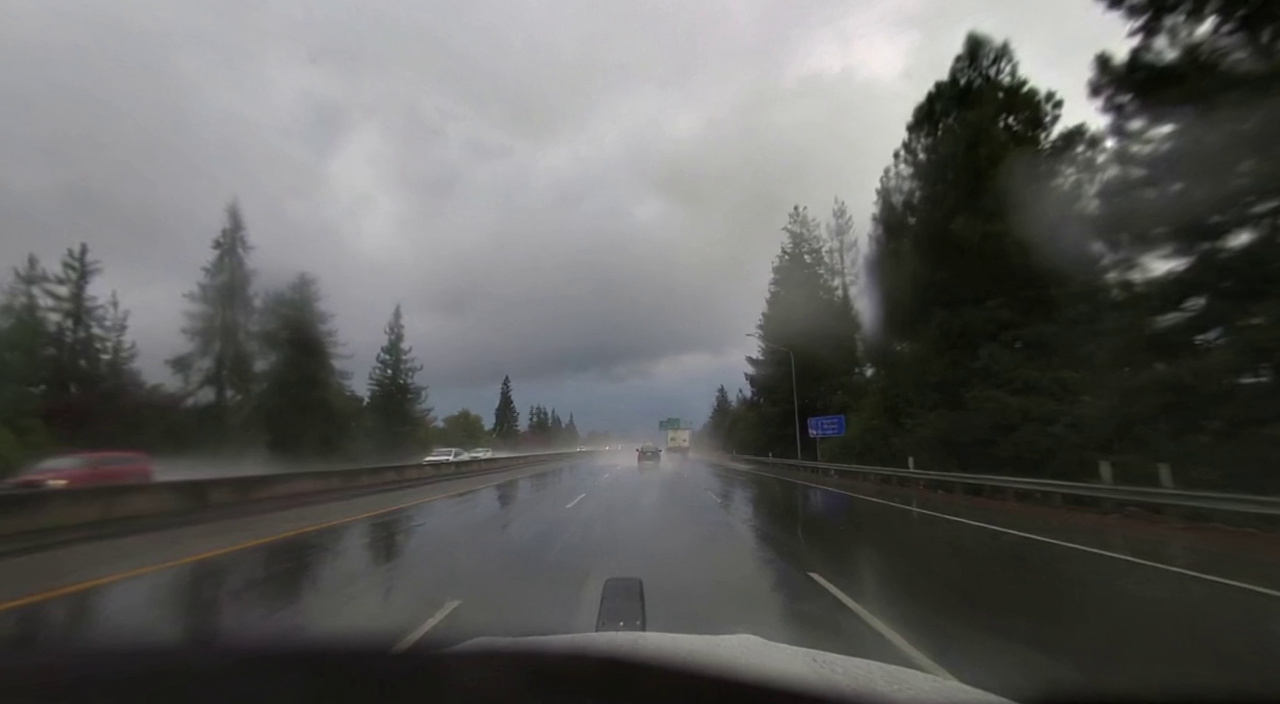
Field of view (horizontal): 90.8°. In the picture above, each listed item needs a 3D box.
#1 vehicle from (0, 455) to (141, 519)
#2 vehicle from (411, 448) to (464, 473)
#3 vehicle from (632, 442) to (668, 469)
[{"bbox_3d":[-16.304,3.544,16.942,1.893,1.493,4.754,0,-9,0],"label":"vehicle"},{"bbox_3d":[-13.187,7.085,41.362,1.967,1.496,4.528,0,-9,0],"label":"vehicle"},{"bbox_3d":[0.555,6.560,40.255,2.173,1.598,4.293,0,-9,-1],"label":"vehicle"}]
